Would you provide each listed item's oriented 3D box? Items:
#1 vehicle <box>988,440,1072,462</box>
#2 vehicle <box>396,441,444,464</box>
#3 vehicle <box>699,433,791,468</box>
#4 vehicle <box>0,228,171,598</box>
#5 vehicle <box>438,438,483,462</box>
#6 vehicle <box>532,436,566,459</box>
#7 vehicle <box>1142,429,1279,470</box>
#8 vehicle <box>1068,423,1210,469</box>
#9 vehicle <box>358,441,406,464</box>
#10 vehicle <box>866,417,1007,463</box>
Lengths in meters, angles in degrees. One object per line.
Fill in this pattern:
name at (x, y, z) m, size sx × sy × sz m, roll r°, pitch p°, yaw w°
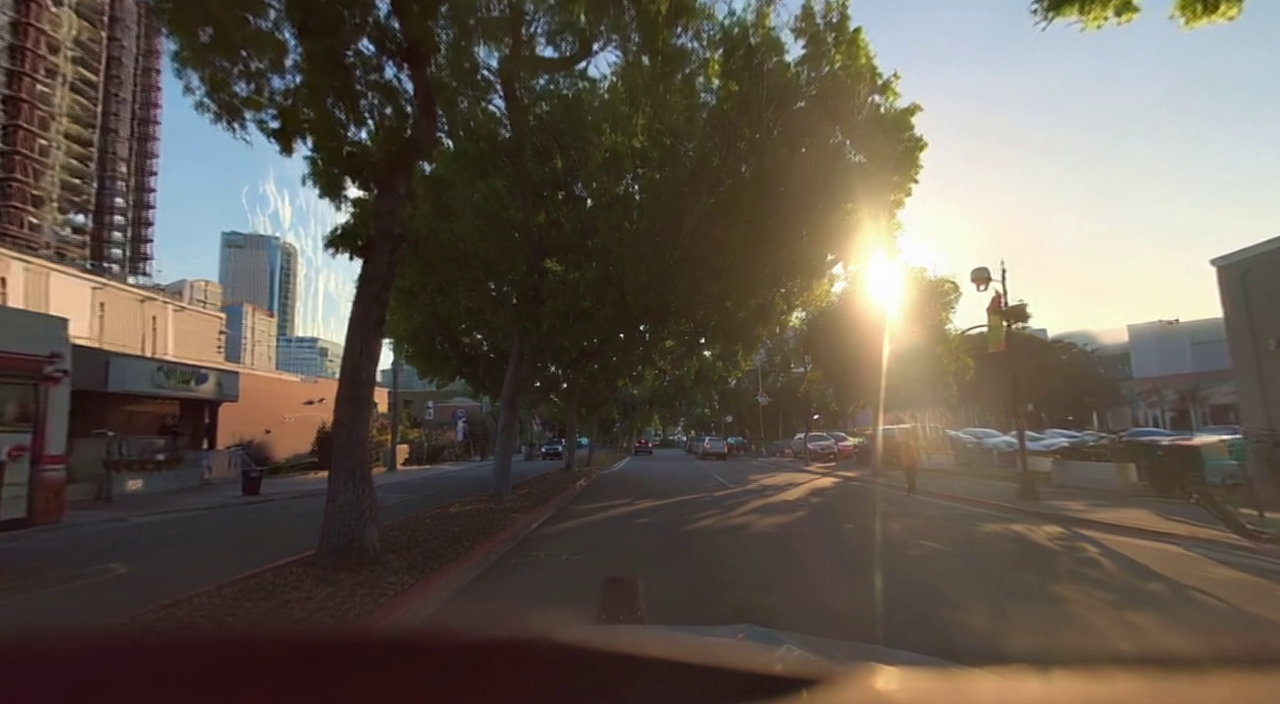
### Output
vehicle at (26.954, 6.865, 43.745) m, size 4.558 × 1.452 × 1.790 m, roll 0°, pitch -8°, yaw -1°
vehicle at (-16.450, 7.498, 47.444) m, size 1.850 × 1.531 × 4.256 m, roll 0°, pitch -7°, yaw 4°
vehicle at (5.549, 5.151, 33.208) m, size 4.626 × 1.723 × 1.939 m, roll 5°, pitch -10°, yaw -32°
vehicle at (-7.071, 0.320, 3.915) m, size 2.968 × 3.222 × 7.036 m, roll -1°, pitch -8°, yaw -1°
vehicle at (-13.584, 7.438, 48.088) m, size 1.888 × 1.657 × 4.138 m, roll 0°, pitch -7°, yaw 5°
vehicle at (-7.062, 7.486, 49.631) m, size 1.993 × 1.640 × 4.457 m, roll 0°, pitch -8°, yaw 0°
vehicle at (26.908, 4.583, 29.810) m, size 4.591 × 1.808 × 2.016 m, roll 0°, pitch -9°, yaw 1°
vehicle at (26.132, 4.939, 33.223) m, size 5.596 × 2.168 × 2.307 m, roll 2°, pitch -8°, yaw -3°
vehicle at (-19.468, 7.598, 47.826) m, size 1.880 × 1.617 × 3.870 m, roll -1°, pitch -8°, yaw 2°
vehicle at (14.066, 4.194, 30.220) m, size 5.540 × 2.045 × 2.259 m, roll 0°, pitch -8°, yaw -1°
